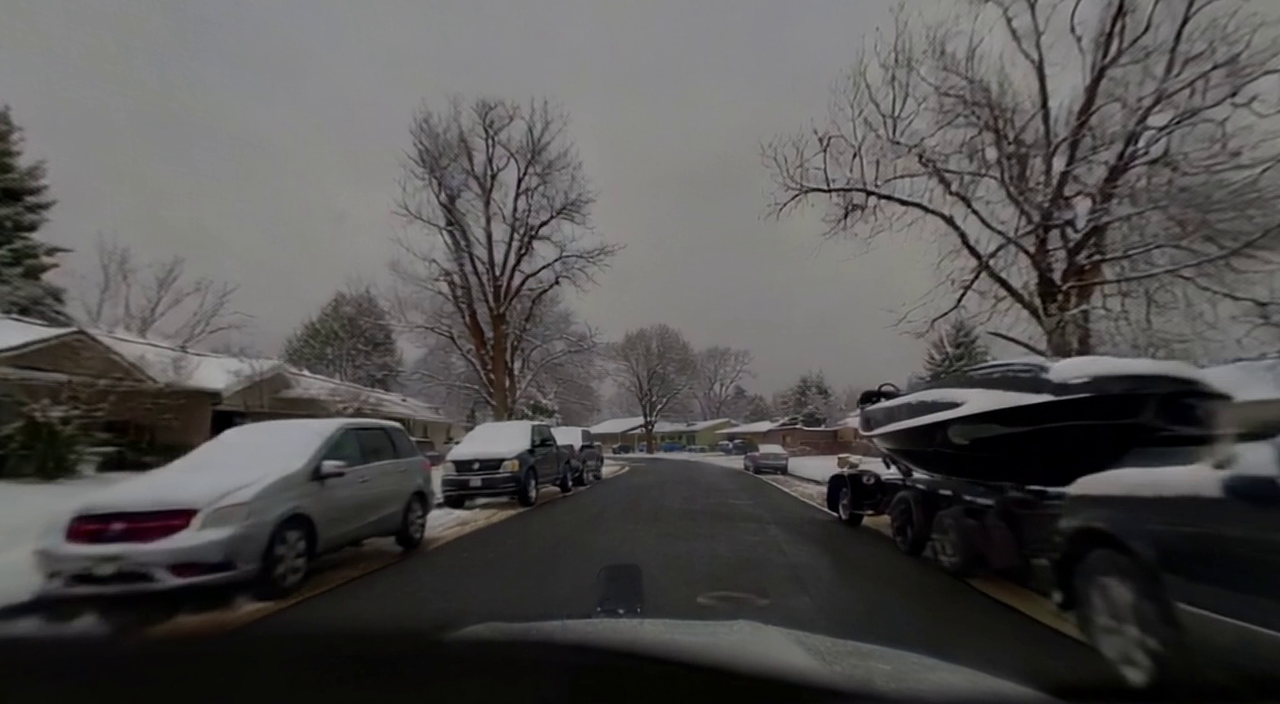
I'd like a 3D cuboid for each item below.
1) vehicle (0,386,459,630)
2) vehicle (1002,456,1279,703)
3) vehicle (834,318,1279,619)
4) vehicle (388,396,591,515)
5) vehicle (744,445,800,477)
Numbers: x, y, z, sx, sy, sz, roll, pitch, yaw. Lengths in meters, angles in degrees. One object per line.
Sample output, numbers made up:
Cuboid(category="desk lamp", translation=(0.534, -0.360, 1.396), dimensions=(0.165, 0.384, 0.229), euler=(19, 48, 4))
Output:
Cuboid(category="vehicle", translation=(-3.844, 1.477, 6.998), dimensions=(2.052, 1.745, 4.737), euler=(-1, -9, 3))
Cuboid(category="vehicle", translation=(4.227, 1.124, 1.830), dimensions=(2.804, 1.336, 6.700), euler=(1, -7, 4))
Cuboid(category="vehicle", translation=(4.673, 1.395, 8.274), dimensions=(2.697, 2.558, 5.635), euler=(-1, -9, 3))
Cuboid(category="vehicle", translation=(-3.157, 2.452, 15.247), dimensions=(2.632, 2.249, 6.179), euler=(-1, -9, 8))
Cuboid(category="vehicle", translation=(6.574, 5.468, 31.917), dimensions=(1.998, 1.489, 4.722), euler=(0, -9, 2))
